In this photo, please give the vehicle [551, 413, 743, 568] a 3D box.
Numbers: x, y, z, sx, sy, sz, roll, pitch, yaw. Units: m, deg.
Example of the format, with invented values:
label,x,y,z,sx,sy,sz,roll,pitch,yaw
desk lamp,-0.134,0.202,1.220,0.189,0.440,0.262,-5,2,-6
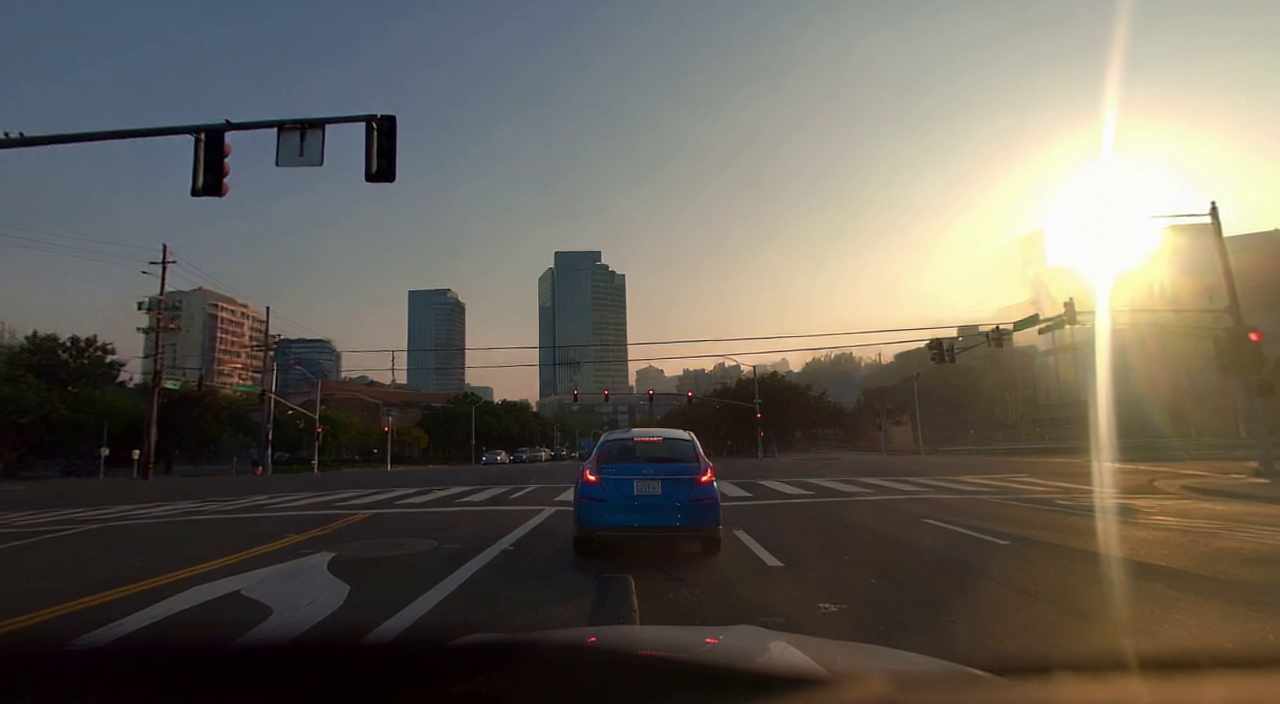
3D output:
label,x,y,z,sx,sy,sz,roll,pitch,yaw
vehicle,0.037,1.755,8.715,2.027,1.626,3.942,0,-8,-1
